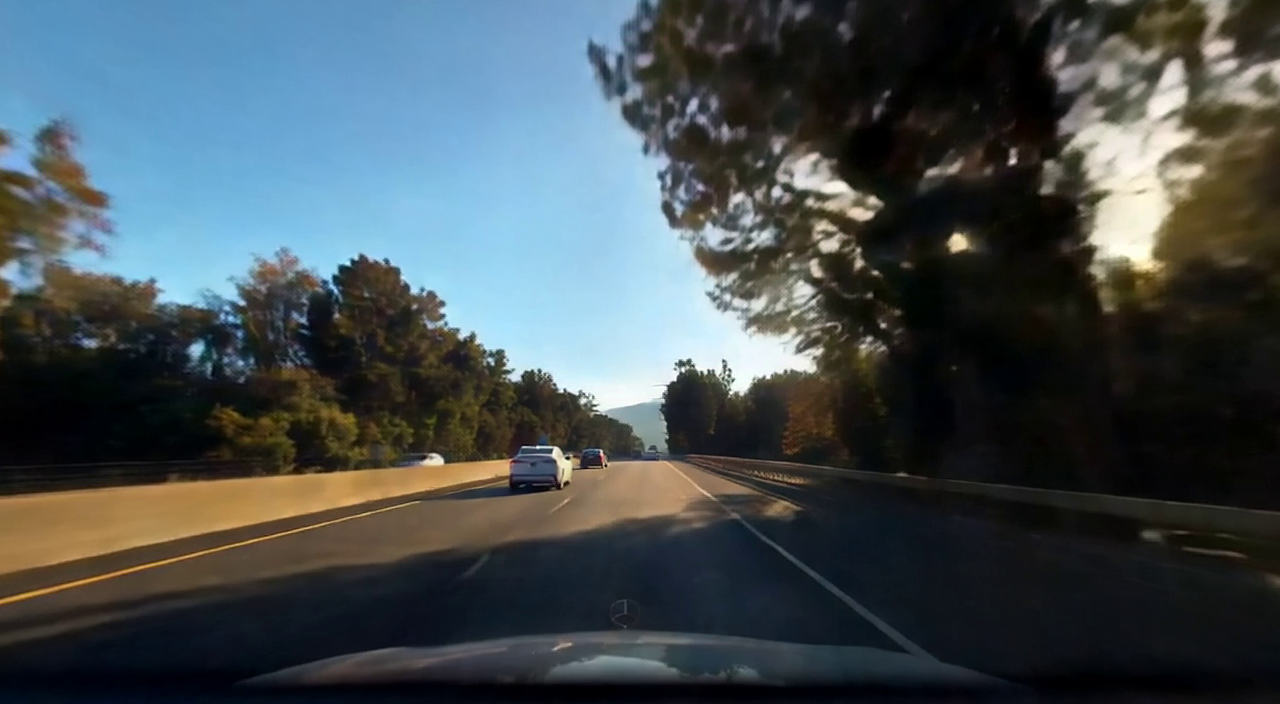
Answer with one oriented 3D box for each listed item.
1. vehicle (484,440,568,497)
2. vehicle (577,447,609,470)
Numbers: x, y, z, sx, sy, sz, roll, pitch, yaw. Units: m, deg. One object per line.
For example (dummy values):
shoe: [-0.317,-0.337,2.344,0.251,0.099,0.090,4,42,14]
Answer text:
vehicle: [-3.518,3.677,20.218,1.846,1.600,4.108,0,-9,1]
vehicle: [-3.432,7.874,46.704,1.996,1.565,4.159,0,-9,0]
